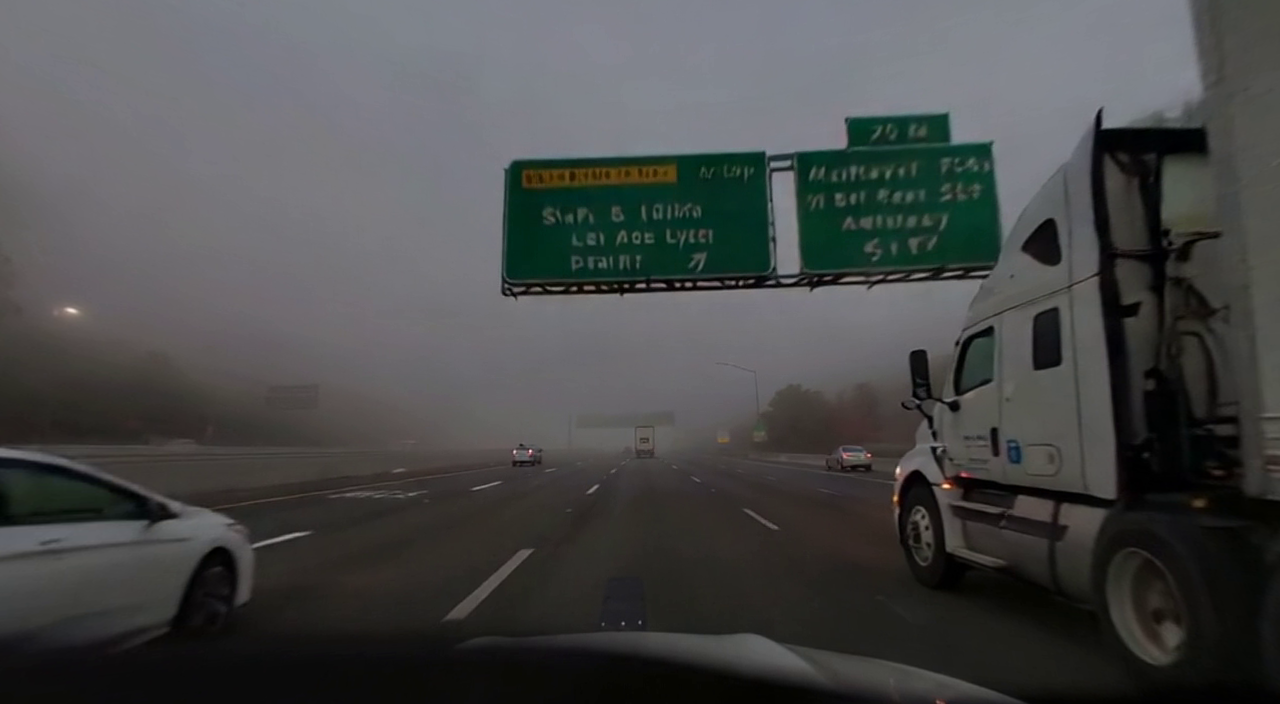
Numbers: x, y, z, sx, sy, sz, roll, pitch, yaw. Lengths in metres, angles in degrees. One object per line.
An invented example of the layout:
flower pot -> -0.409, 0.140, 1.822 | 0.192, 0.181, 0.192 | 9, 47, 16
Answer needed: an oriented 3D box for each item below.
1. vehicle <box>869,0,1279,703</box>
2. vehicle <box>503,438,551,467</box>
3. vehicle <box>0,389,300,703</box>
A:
vehicle -> 3.827, -0.380, 0.898 | 3.049, 3.395, 10.595 | 0, -8, 0
vehicle -> -6.763, 6.069, 38.056 | 1.980, 1.666, 4.562 | 0, -8, 1
vehicle -> -3.637, 0.861, 2.149 | 2.143, 1.529, 4.918 | 0, -8, 1
